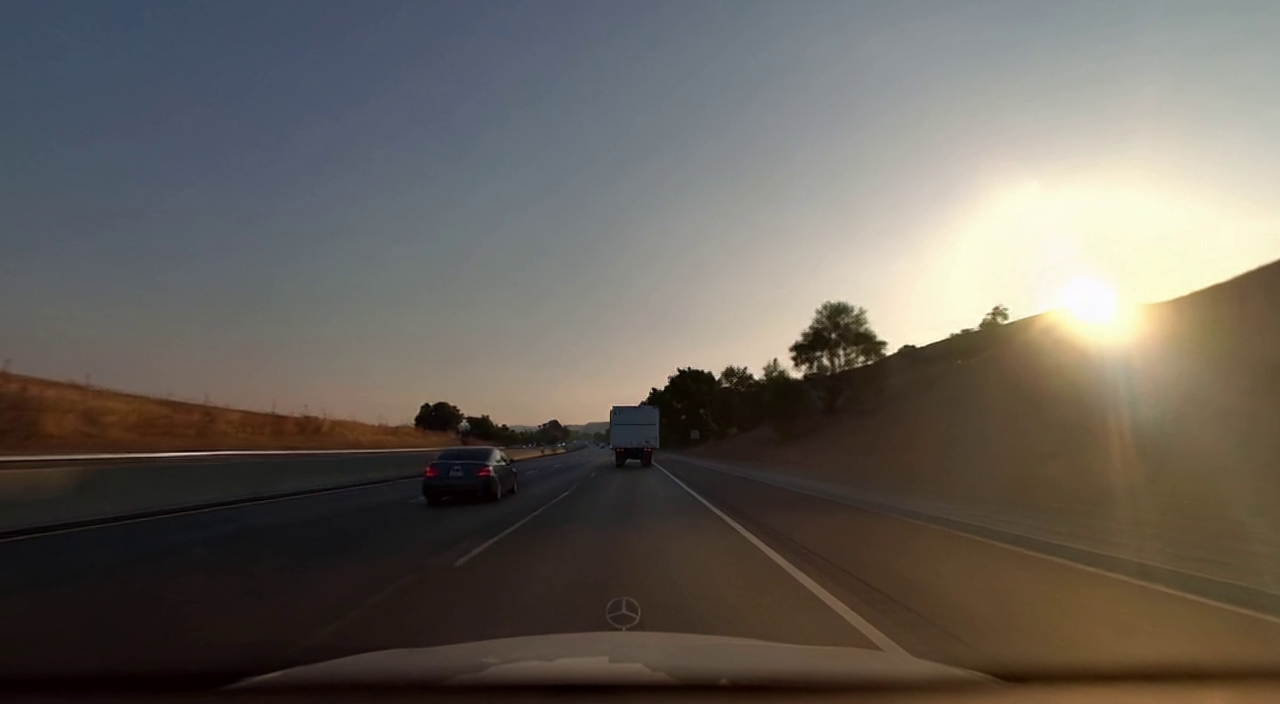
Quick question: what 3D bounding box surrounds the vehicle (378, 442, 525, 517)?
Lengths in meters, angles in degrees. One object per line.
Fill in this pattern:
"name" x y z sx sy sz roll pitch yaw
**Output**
"vehicle" -4.193 2.915 15.051 1.892 1.471 5.047 0 -9 1
